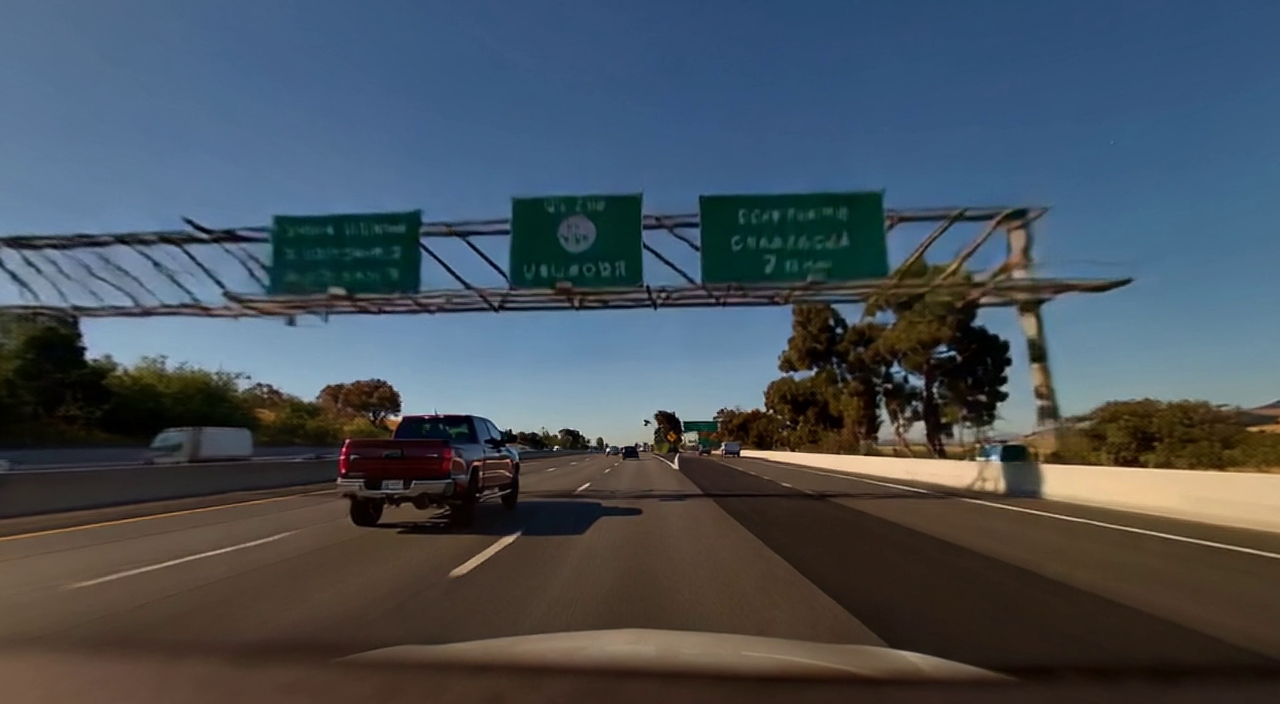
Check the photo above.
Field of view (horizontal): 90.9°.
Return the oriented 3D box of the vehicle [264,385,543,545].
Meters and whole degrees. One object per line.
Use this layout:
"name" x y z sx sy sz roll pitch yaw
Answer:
"vehicle" -3.552 1.917 11.335 2.601 2.084 6.068 0 -8 1
